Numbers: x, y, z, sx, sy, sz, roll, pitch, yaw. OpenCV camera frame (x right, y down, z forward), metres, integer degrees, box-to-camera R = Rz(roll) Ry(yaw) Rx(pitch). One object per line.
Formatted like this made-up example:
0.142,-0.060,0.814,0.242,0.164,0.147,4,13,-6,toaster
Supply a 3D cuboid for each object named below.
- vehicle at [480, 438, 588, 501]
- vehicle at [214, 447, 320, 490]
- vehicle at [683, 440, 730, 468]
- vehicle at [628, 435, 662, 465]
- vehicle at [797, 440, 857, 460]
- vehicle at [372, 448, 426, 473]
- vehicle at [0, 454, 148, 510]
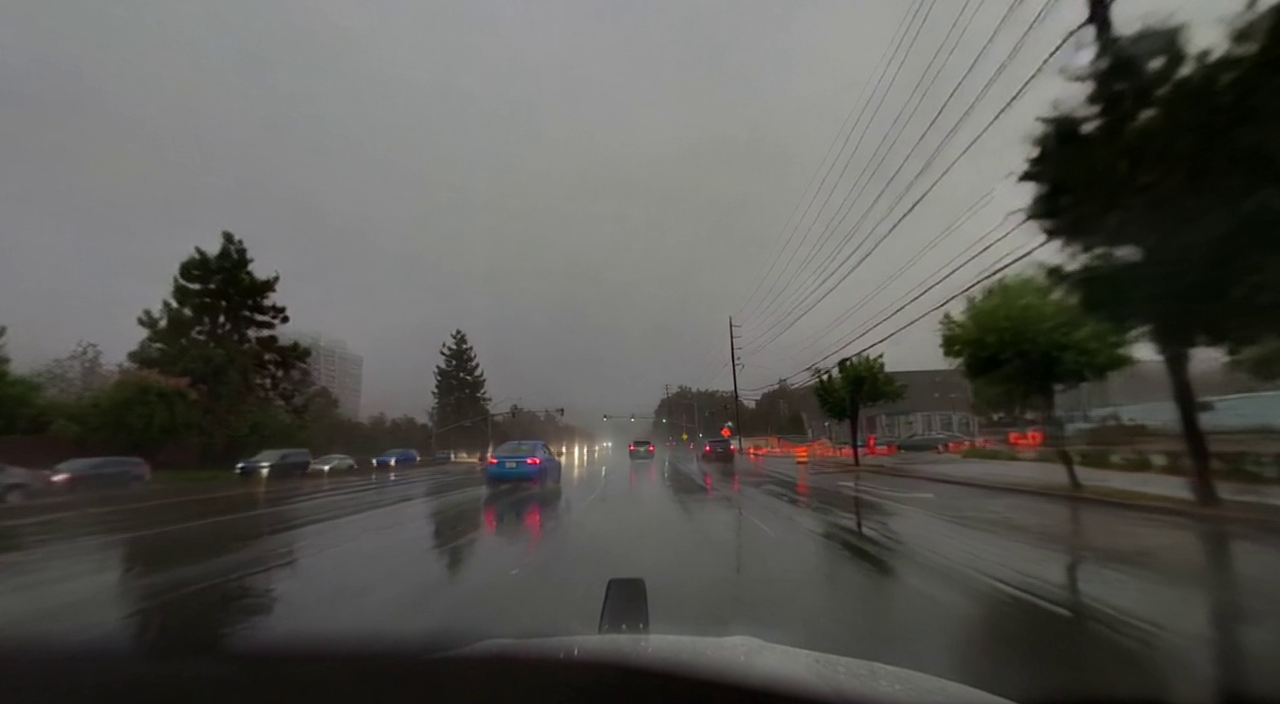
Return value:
-2.770,3.211,17.759,2.087,1.480,4.825,-1,-8,2,vehicle
-16.815,5.241,28.781,2.025,1.712,4.578,-1,-8,0,vehicle
3.680,5.760,35.858,2.142,1.475,4.565,0,-8,0,vehicle
0.333,6.381,41.080,2.060,1.845,4.151,-1,-8,1,vehicle
14.694,7.652,49.409,4.677,1.466,1.928,5,-10,-34,vehicle
-17.292,7.795,45.488,2.036,1.649,4.493,-1,-8,1,vehicle
-20.110,4.499,22.282,1.854,1.685,4.496,0,-8,-2,vehicle
